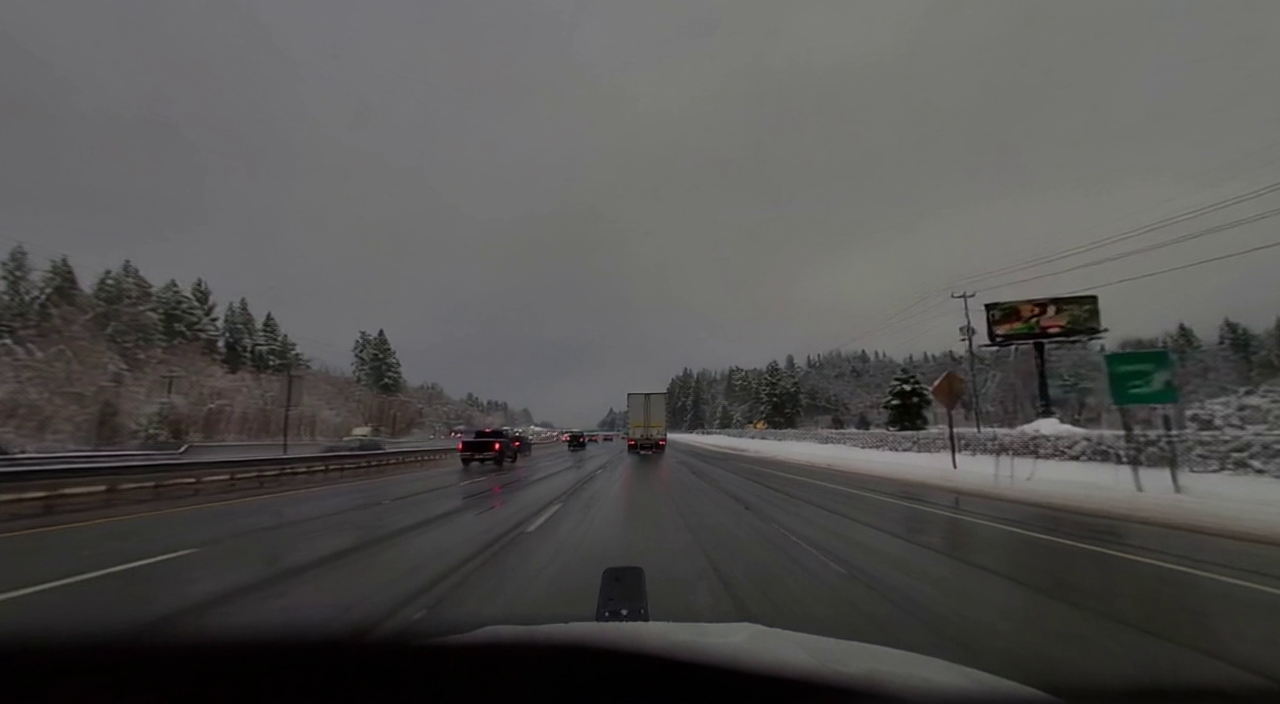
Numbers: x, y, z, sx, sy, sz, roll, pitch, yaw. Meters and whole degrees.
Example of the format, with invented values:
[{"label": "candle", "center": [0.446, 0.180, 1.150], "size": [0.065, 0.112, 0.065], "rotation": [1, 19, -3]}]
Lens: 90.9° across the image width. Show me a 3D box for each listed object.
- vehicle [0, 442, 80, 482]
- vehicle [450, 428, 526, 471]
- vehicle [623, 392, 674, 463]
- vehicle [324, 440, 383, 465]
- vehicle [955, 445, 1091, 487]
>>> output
[{"label": "vehicle", "center": [-25.568, 4.381, 25.275], "size": [1.956, 1.553, 4.530], "rotation": [0, -8, 1]}, {"label": "vehicle", "center": [-6.972, 4.560, 29.647], "size": [2.197, 1.847, 5.364], "rotation": [0, -8, 1]}, {"label": "vehicle", "center": [0.686, 5.096, 41.519], "size": [2.879, 4.027, 11.243], "rotation": [0, -8, 2]}, {"label": "vehicle", "center": [-17.607, 6.186, 38.995], "size": [1.709, 1.442, 4.029], "rotation": [0, -8, 1]}, {"label": "vehicle", "center": [15.204, 4.534, 25.433], "size": [1.757, 1.437, 4.897], "rotation": [4, -9, -12]}]
